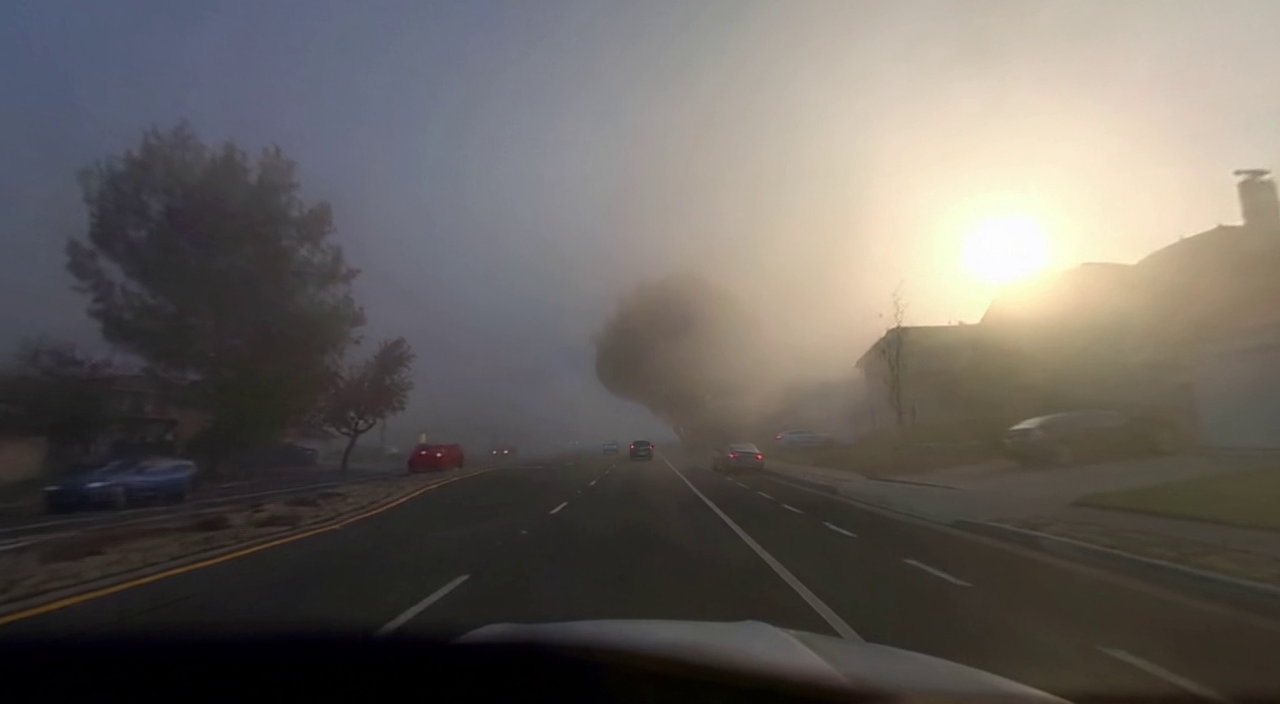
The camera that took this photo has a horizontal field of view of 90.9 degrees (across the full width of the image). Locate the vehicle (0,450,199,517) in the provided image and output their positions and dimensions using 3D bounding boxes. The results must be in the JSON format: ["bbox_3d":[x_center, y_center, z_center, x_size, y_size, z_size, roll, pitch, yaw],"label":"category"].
[{"bbox_3d":[-14.793,3.560,17.618,1.797,1.471,4.367,-4,-8,0],"label":"vehicle"}]

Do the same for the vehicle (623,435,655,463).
[{"bbox_3d":[-0.031,6.318,41.154,2.024,1.655,4.301,0,-8,1],"label":"vehicle"}]

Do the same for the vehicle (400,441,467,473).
[{"bbox_3d":[-11.045,5.636,34.075,1.992,1.518,4.592,-1,-8,1],"label":"vehicle"}]

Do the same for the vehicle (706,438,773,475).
[{"bbox_3d":[4.311,4.629,28.124,2.080,1.469,4.898,0,-8,-1],"label":"vehicle"}]

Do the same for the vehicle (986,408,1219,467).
[{"bbox_3d":[12.584,2.389,17.463,4.720,1.535,2.079,-1,-9,3],"label":"vehicle"}]

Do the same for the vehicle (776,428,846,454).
[{"bbox_3d":[11.551,6.055,42.842,4.230,1.551,1.801,-3,-9,4],"label":"vehicle"}]
